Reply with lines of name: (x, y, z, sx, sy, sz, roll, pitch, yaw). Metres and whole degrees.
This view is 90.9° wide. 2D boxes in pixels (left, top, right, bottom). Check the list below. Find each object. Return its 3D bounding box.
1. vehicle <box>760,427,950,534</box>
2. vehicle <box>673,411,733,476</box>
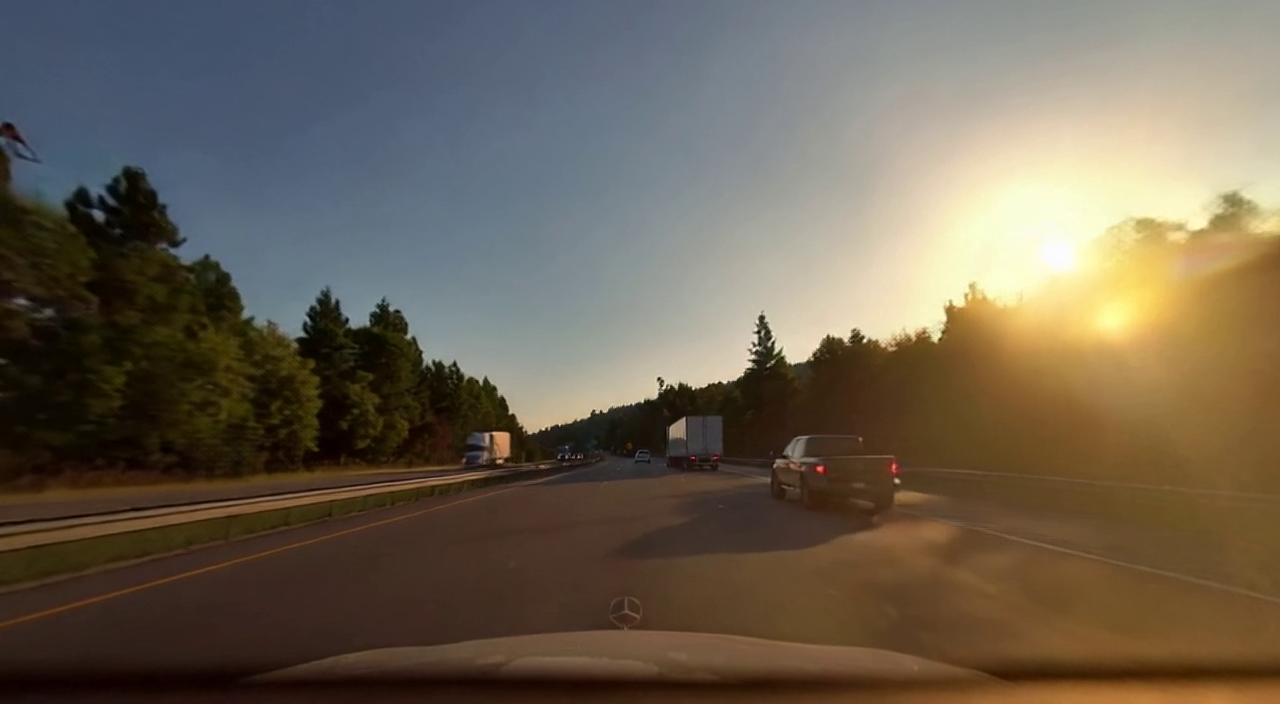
vehicle: (3.767, 2.340, 12.005, 2.096, 1.653, 4.185, 0, -9, 0)
vehicle: (4.157, 6.468, 44.203, 3.117, 3.971, 10.593, 1, -9, 0)
